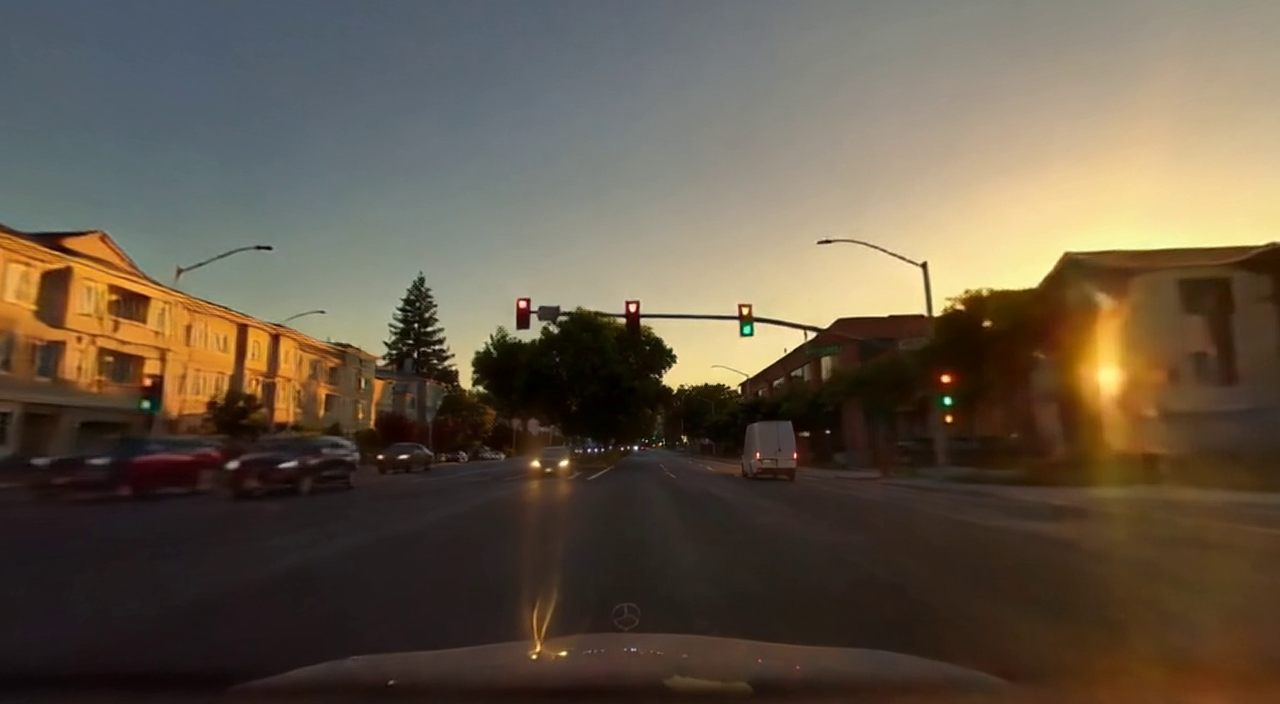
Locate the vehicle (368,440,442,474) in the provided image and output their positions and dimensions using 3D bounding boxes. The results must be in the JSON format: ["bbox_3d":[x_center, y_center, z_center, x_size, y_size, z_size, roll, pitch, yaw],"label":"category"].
[{"bbox_3d":[-14.751,6.623,39.982,2.292,1.955,5.882,1,-9,1],"label":"vehicle"}]

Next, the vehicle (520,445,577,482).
[{"bbox_3d":[-4.179,5.158,29.459,2.003,1.539,4.396,-1,-9,1],"label":"vehicle"}]

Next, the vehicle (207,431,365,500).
[{"bbox_3d":[-10.754,3.482,19.656,2.072,1.841,4.737,1,-9,1],"label":"vehicle"}]

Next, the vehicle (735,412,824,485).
[{"bbox_3d":[6.787,4.862,31.876,2.802,3.208,7.459,1,-9,0],"label":"vehicle"}]

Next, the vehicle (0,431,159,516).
[{"bbox_3d":[-14.183,2.781,14.862,2.046,1.715,4.487,1,-9,0],"label":"vehicle"}]
